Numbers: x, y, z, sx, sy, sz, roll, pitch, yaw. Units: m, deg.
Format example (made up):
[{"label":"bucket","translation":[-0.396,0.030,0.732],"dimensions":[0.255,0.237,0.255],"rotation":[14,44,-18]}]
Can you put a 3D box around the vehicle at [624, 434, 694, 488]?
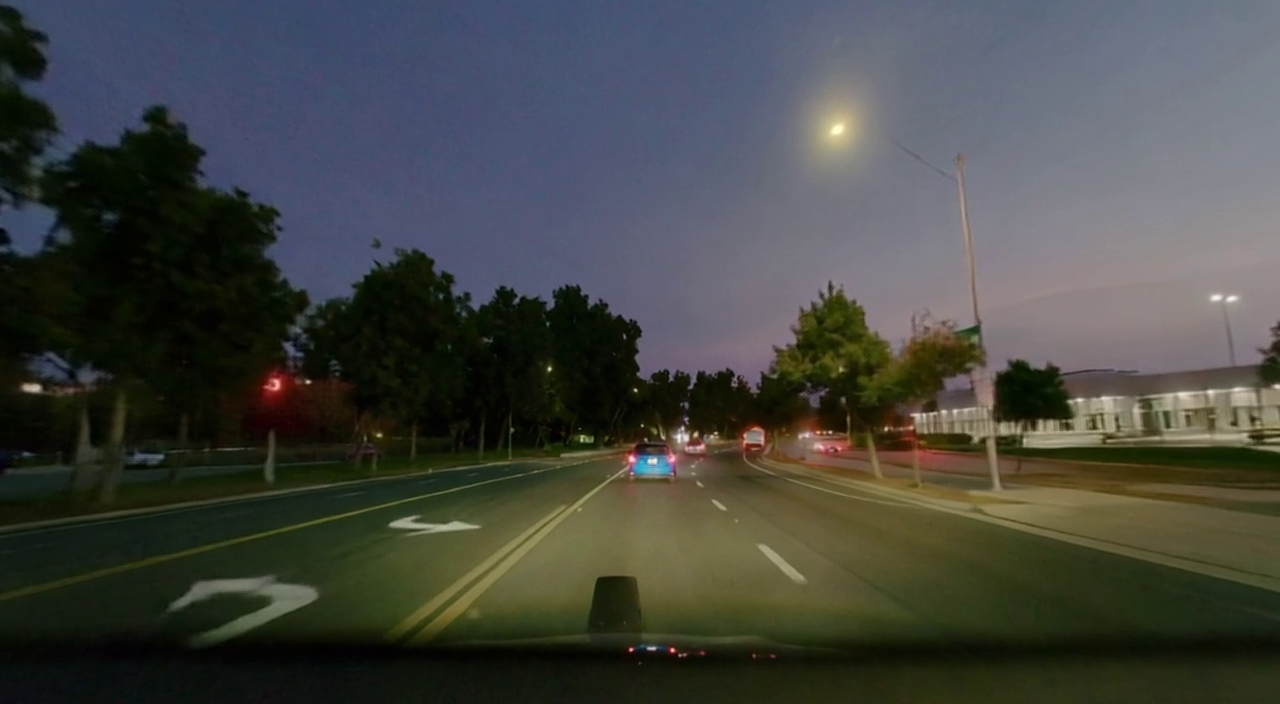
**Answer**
[{"label":"vehicle","translation":[0.622,3.436,20.142],"dimensions":[2.010,1.535,3.735],"rotation":[-1,-8,2]}]
